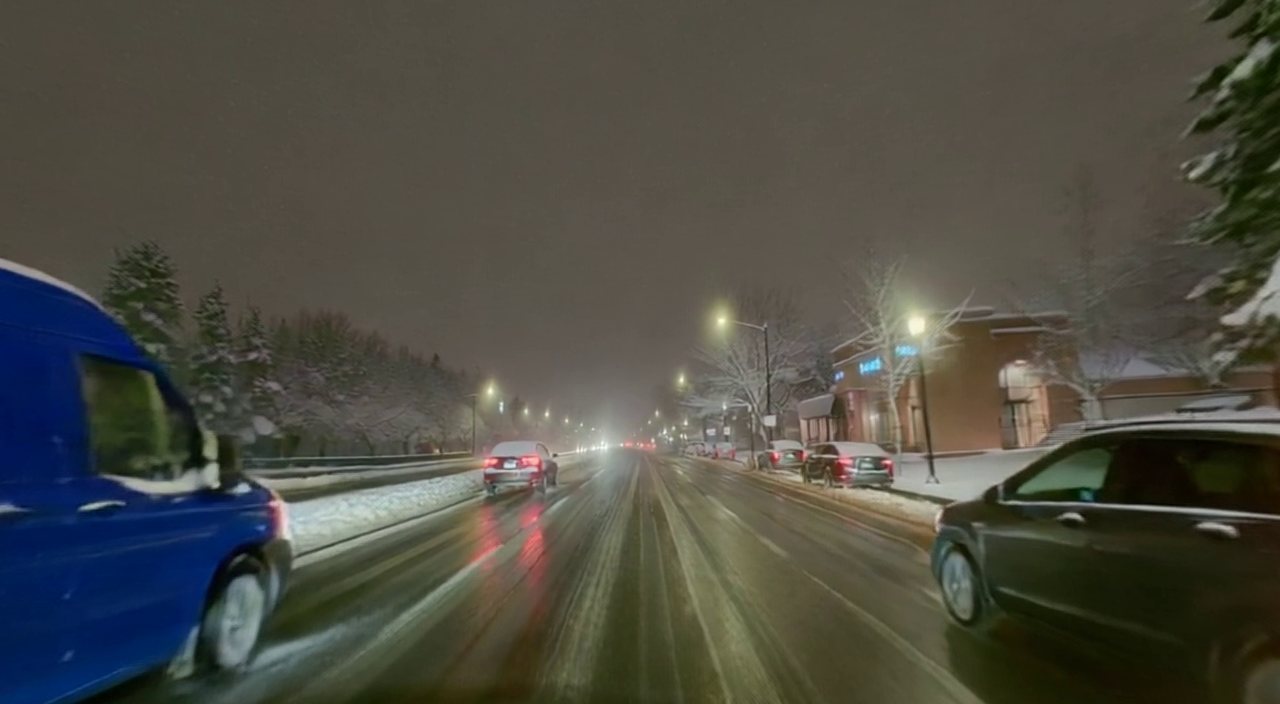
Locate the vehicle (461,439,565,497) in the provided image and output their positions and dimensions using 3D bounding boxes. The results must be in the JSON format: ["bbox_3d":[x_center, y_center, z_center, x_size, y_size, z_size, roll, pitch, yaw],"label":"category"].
[{"bbox_3d":[-3.538,3.334,18.529,2.060,1.466,4.387,0,-8,1],"label":"vehicle"}]

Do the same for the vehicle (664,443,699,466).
[{"bbox_3d":[2.736,6.918,42.806,1.961,1.482,4.538,0,-8,-1],"label":"vehicle"}]

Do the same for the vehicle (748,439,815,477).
[{"bbox_3d":[6.588,4.972,29.869,1.983,1.618,4.108,0,-9,-4],"label":"vehicle"}]

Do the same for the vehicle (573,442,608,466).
[{"bbox_3d":[-3.604,7.532,46.934,2.145,1.694,4.642,0,-8,1],"label":"vehicle"}]

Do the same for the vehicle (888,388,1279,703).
[{"bbox_3d":[3.291,1.041,3.353,2.021,1.491,4.563,0,-8,-1],"label":"vehicle"}]

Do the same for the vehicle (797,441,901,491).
[{"bbox_3d":[6.762,3.718,20.999,1.896,1.479,4.416,0,-8,-1],"label":"vehicle"}]

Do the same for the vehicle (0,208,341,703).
[{"bbox_3d":[-3.545,0.518,1.876,2.490,2.153,5.594,0,-9,1],"label":"vehicle"}]
